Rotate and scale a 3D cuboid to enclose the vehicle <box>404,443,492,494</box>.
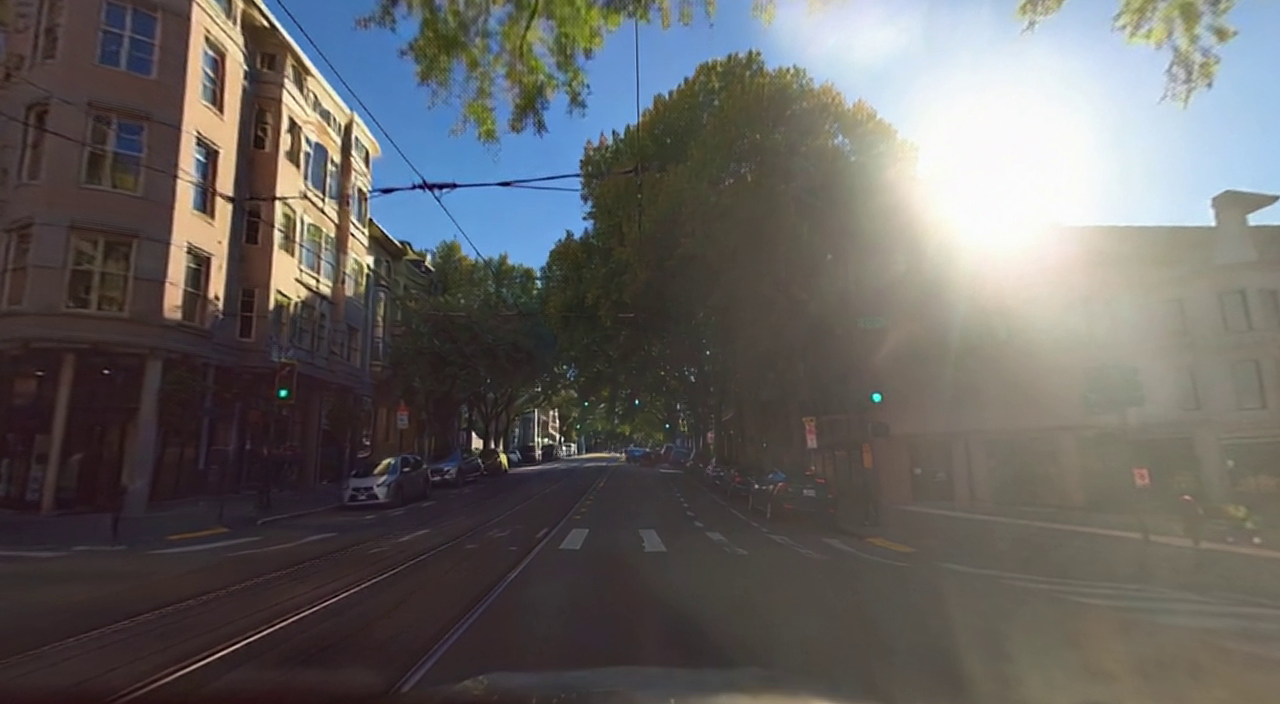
[{"bbox_3d":[-7.407,4.628,24.940,1.861,1.751,4.550,1,-11,2],"label":"vehicle"}]

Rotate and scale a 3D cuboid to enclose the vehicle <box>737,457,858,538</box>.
[{"bbox_3d":[3.856,3.608,16.290,1.929,1.723,4.134,0,-8,-2],"label":"vehicle"}]

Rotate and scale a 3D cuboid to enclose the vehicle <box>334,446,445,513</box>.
[{"bbox_3d":[-7.418,3.949,19.176,1.779,1.588,3.953,2,-17,-2],"label":"vehicle"}]

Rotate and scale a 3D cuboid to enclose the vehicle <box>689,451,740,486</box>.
[{"bbox_3d":[3.690,5.847,31.970,1.890,1.559,4.281,0,-8,-3],"label":"vehicle"}]

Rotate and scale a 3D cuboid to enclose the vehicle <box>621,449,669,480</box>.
[{"bbox_3d":[0.218,6.045,34.247,1.984,1.571,3.404,1,-9,-10],"label":"vehicle"}]
